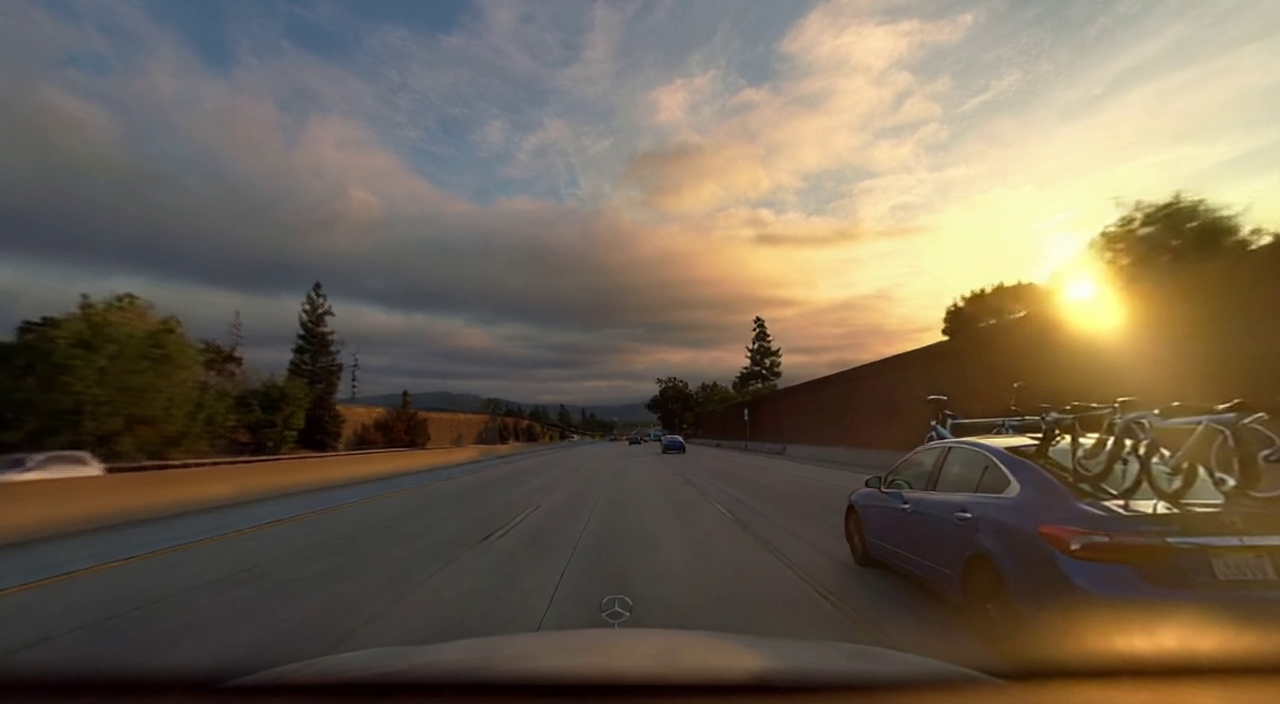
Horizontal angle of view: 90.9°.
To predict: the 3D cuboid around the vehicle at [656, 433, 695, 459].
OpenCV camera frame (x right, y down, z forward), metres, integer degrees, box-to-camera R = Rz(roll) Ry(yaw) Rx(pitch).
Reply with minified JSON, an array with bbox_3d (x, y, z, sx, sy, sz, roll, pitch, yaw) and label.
[{"bbox_3d":[2.040,5.587,37.583,1.911,1.449,3.776,0,-8,-3],"label":"vehicle"}]
